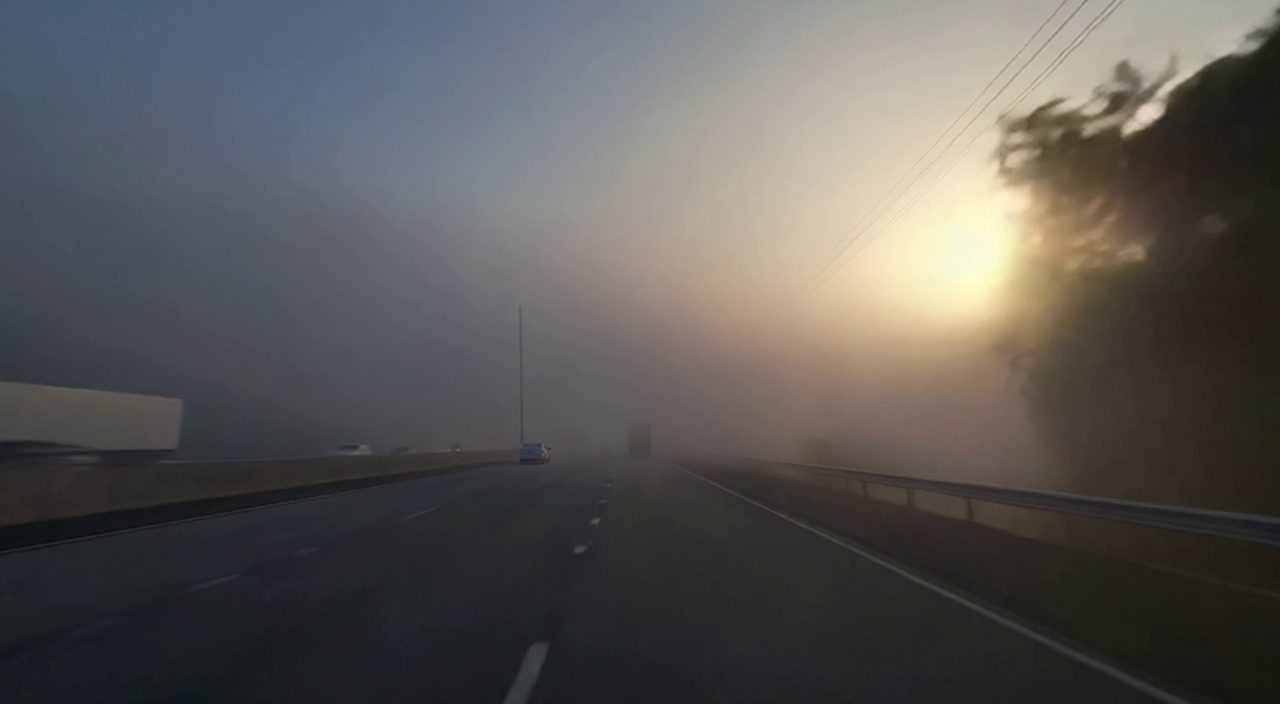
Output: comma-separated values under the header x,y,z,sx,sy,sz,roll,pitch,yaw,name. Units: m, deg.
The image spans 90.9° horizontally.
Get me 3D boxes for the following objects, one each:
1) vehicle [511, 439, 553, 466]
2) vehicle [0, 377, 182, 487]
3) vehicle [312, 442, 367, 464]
x,y,z,sx,sy,sz,roll,pitch,yaw,name
-7.081,6.623,41.831,2.064,1.642,4.389,0,-8,0,vehicle
-25.876,3.214,25.141,2.933,4.161,16.812,0,-8,-1,vehicle
-21.975,7.396,46.308,1.824,1.544,4.480,0,-8,-1,vehicle
